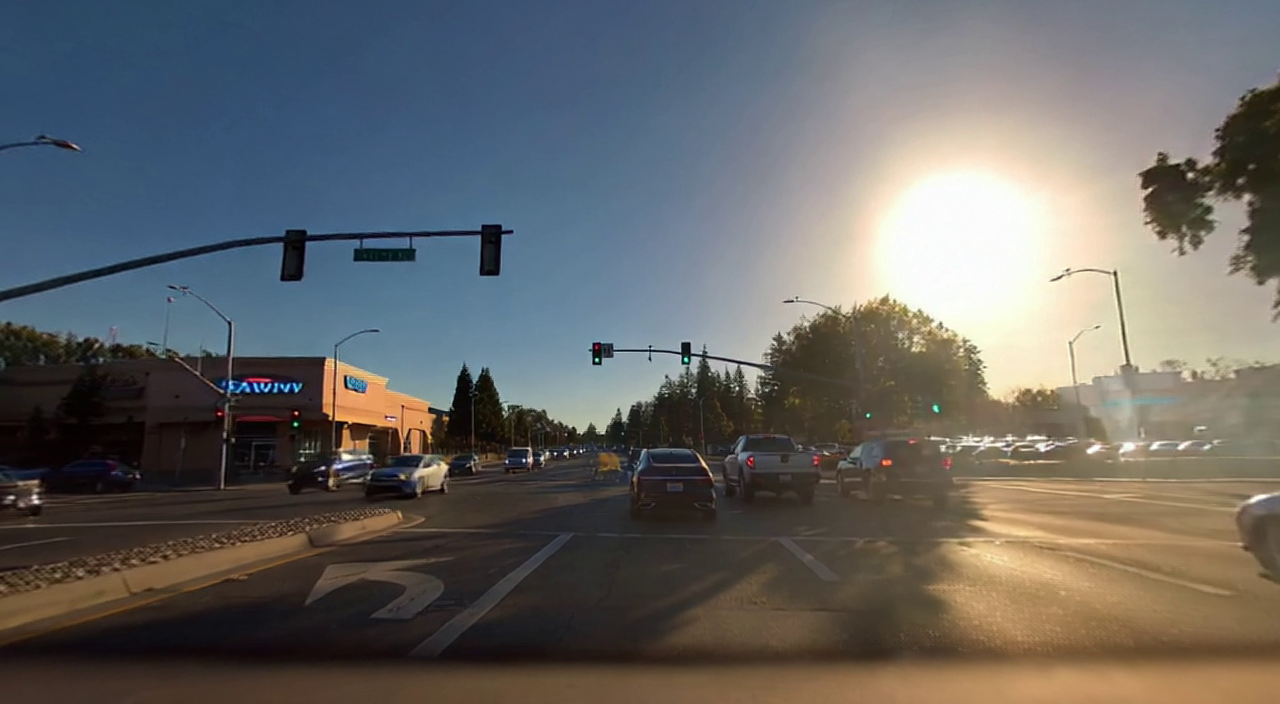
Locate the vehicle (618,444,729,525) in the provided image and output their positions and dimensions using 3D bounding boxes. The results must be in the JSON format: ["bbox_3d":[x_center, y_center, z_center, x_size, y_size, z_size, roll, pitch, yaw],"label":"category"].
[{"bbox_3d":[0.569,2.713,13.503,2.038,1.447,3.756,0,-8,-2],"label":"vehicle"}]

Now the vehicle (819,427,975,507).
[{"bbox_3d":[7.300,3.315,18.735,2.323,2.009,5.266,0,-8,-1],"label":"vehicle"}]

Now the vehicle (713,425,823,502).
[{"bbox_3d":[3.871,3.500,20.290,2.358,2.116,5.328,0,-8,-1],"label":"vehicle"}]

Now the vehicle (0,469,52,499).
[{"bbox_3d":[-35.191,7.241,34.721,4.240,1.437,1.770,-2,-9,10],"label":"vehicle"}]

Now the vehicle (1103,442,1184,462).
[{"bbox_3d":[36.364,7.234,45.636,4.230,1.449,1.782,0,-8,1],"label":"vehicle"}]

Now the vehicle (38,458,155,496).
[{"bbox_3d":[-29.046,6.644,33.743,4.789,1.828,2.025,-2,-9,11],"label":"vehicle"}]

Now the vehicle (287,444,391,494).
[{"bbox_3d":[-12.200,4.718,25.935,1.991,1.844,4.393,0,-8,1],"label":"vehicle"}]

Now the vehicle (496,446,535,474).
[{"bbox_3d":[-8.349,7.258,42.724,1.904,1.789,4.021,0,-8,-1],"label":"vehicle"}]

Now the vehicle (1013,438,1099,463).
[{"bbox_3d":[31.423,7.450,47.751,4.885,1.883,2.107,0,-8,1],"label":"vehicle"}]

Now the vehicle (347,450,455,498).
[{"bbox_3d":[-8.152,4.173,21.994,2.002,1.469,4.301,0,-8,1],"label":"vehicle"}]

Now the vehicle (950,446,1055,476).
[{"bbox_3d":[18.502,5.591,32.337,4.227,1.460,1.777,0,-8,2],"label":"vehicle"}]
